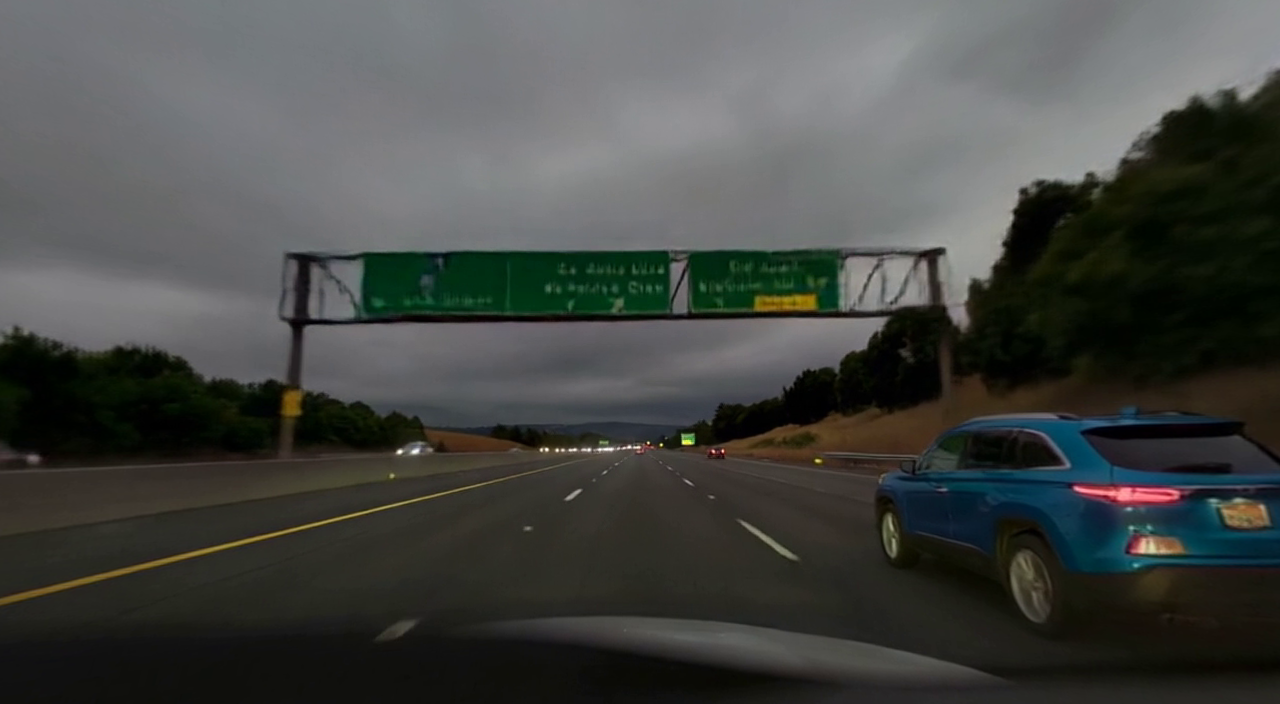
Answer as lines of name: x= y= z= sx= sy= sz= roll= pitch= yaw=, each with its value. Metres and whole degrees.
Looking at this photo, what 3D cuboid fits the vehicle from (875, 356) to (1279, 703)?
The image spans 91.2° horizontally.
vehicle: x=3.577 y=1.191 z=4.868 sx=1.784 sy=1.733 sz=4.141 roll=0 pitch=-9 yaw=-1
